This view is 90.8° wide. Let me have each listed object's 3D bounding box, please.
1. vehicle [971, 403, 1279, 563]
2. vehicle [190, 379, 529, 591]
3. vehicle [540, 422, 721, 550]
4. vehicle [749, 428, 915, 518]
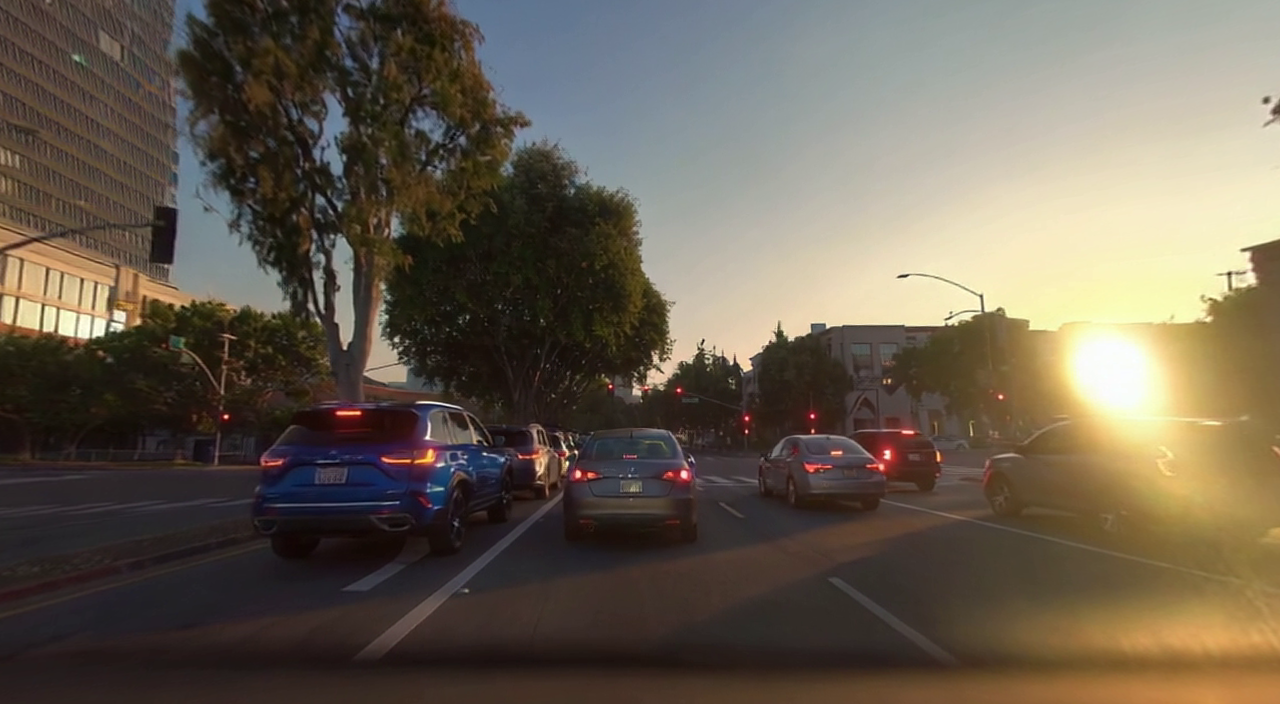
[{"bbox_3d":[7.247,1.777,9.345,2.068,1.731,4.752,0,-8,0],"label":"vehicle"},{"bbox_3d":[-2.849,1.495,7.917,2.064,1.825,4.760,0,-8,0],"label":"vehicle"},{"bbox_3d":[-0.145,1.859,9.421,2.097,1.480,4.006,0,-8,-1],"label":"vehicle"},{"bbox_3d":[3.578,2.337,12.744,1.861,1.473,4.393,0,-8,-2],"label":"vehicle"}]
